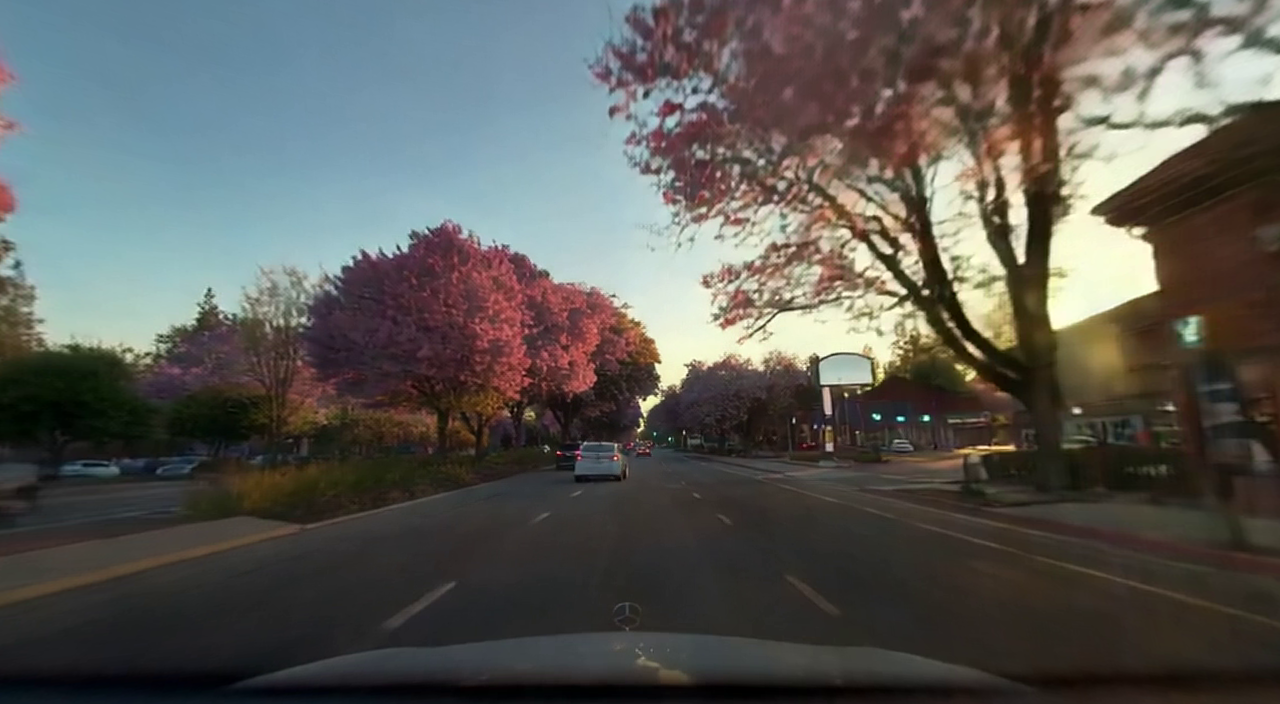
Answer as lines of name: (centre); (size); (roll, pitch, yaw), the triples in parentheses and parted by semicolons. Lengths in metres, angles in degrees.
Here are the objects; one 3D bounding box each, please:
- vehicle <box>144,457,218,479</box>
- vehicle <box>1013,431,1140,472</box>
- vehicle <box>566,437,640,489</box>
vehicle: (-34.466, 8.736, 47.323); (1.918, 1.457, 4.594); (0, -8, 4)
vehicle: (23.065, 5.312, 33.605); (2.265, 1.904, 6.201); (-1, -9, 0)
vehicle: (-1.206, 3.959, 22.783); (2.149, 1.701, 4.379); (0, -8, 4)
